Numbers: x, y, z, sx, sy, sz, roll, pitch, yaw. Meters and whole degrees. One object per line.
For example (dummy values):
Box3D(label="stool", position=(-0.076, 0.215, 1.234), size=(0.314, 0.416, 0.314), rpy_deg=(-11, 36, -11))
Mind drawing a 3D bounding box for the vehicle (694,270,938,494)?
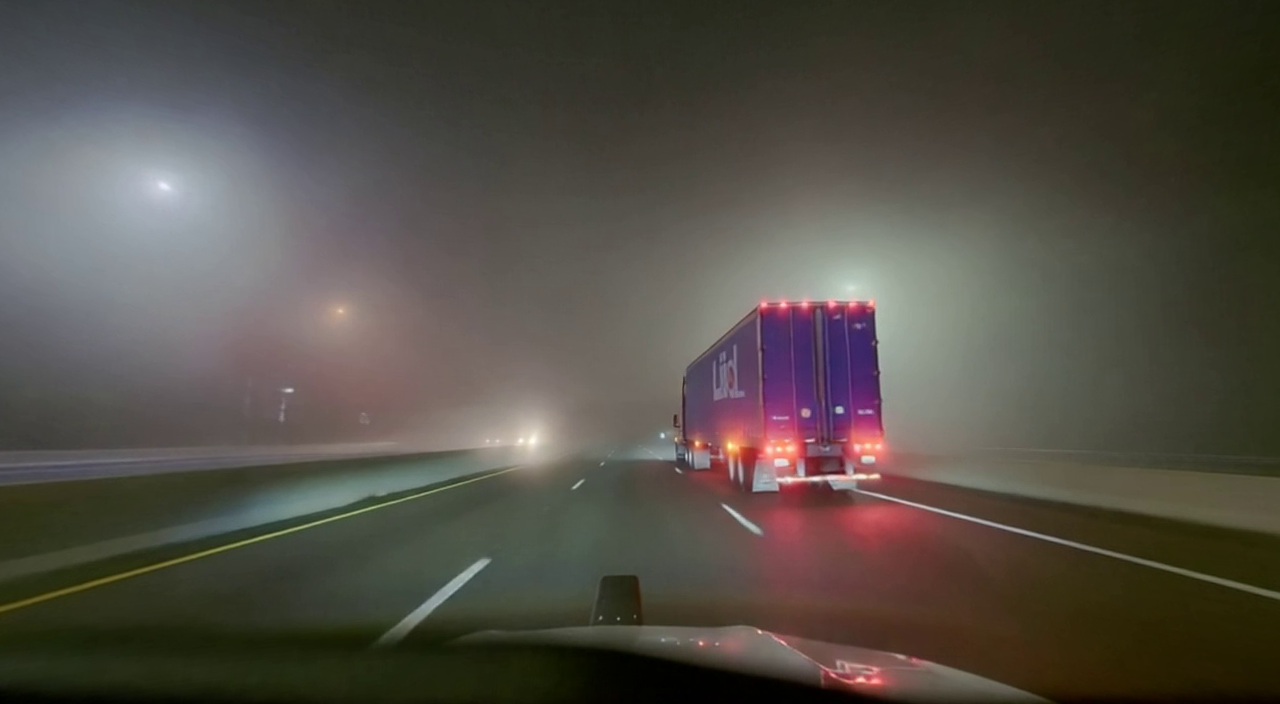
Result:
Box3D(label="vehicle", position=(3.869, 1.498, 19.046), size=(3.034, 4.194, 14.704), rpy_deg=(0, -8, 0))
